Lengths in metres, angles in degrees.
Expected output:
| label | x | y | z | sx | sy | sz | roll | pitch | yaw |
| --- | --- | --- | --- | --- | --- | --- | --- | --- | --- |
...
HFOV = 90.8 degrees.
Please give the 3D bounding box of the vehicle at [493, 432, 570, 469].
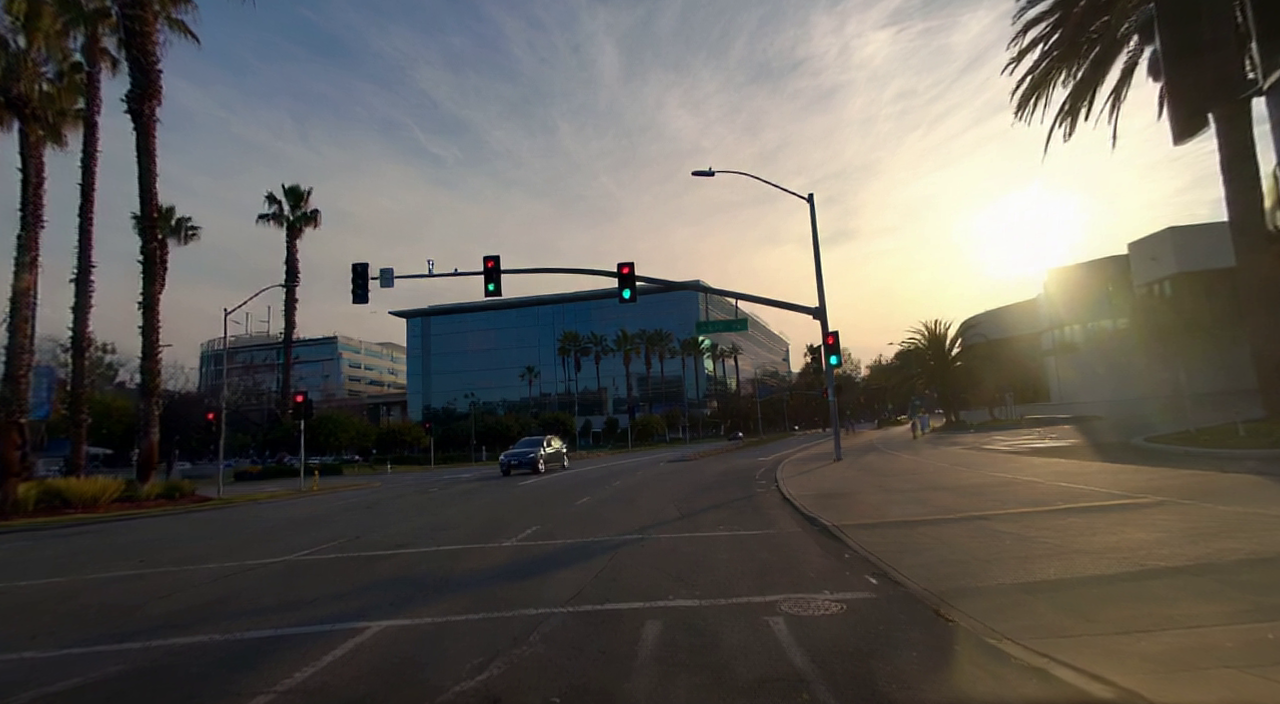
| label | x | y | z | sx | sy | sz | roll | pitch | yaw |
| --- | --- | --- | --- | --- | --- | --- | --- | --- | --- |
| vehicle | -5.649 | 5.236 | 33.629 | 2.181 | 1.792 | 4.648 | -3 | -9 | 16 |
